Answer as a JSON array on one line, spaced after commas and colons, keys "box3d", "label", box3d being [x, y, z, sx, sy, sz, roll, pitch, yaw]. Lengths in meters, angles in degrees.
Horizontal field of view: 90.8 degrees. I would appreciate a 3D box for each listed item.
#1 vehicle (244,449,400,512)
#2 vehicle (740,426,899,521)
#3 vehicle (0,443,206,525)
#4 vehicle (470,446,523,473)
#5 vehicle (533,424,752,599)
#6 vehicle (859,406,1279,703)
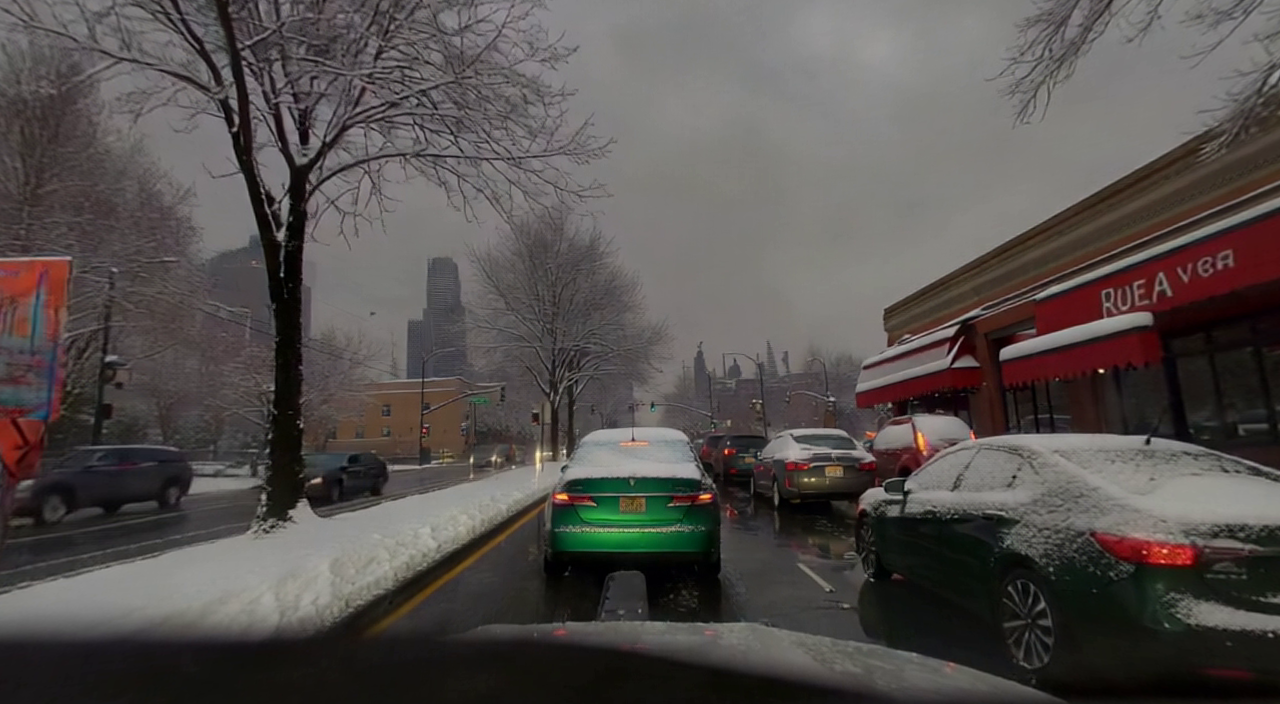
[{"box3d": [-8.143, 3.287, 16.717, 1.850, 1.417, 4.321, 0, -9, 0], "label": "vehicle"}, {"box3d": [3.534, 2.479, 13.418, 2.025, 1.660, 4.263, 0, -9, -1], "label": "vehicle"}, {"box3d": [-13.489, 3.235, 16.114, 2.072, 1.773, 4.329, 0, -9, -7], "label": "vehicle"}, {"box3d": [-8.413, 6.350, 37.404, 2.169, 1.477, 4.168, 0, -9, 0], "label": "vehicle"}, {"box3d": [0.011, 1.652, 7.301, 1.887, 1.487, 3.535, 0, -9, 0], "label": "vehicle"}, {"box3d": [3.306, 1.256, 4.481, 1.988, 1.480, 4.195, 0, -9, 0], "label": "vehicle"}]
